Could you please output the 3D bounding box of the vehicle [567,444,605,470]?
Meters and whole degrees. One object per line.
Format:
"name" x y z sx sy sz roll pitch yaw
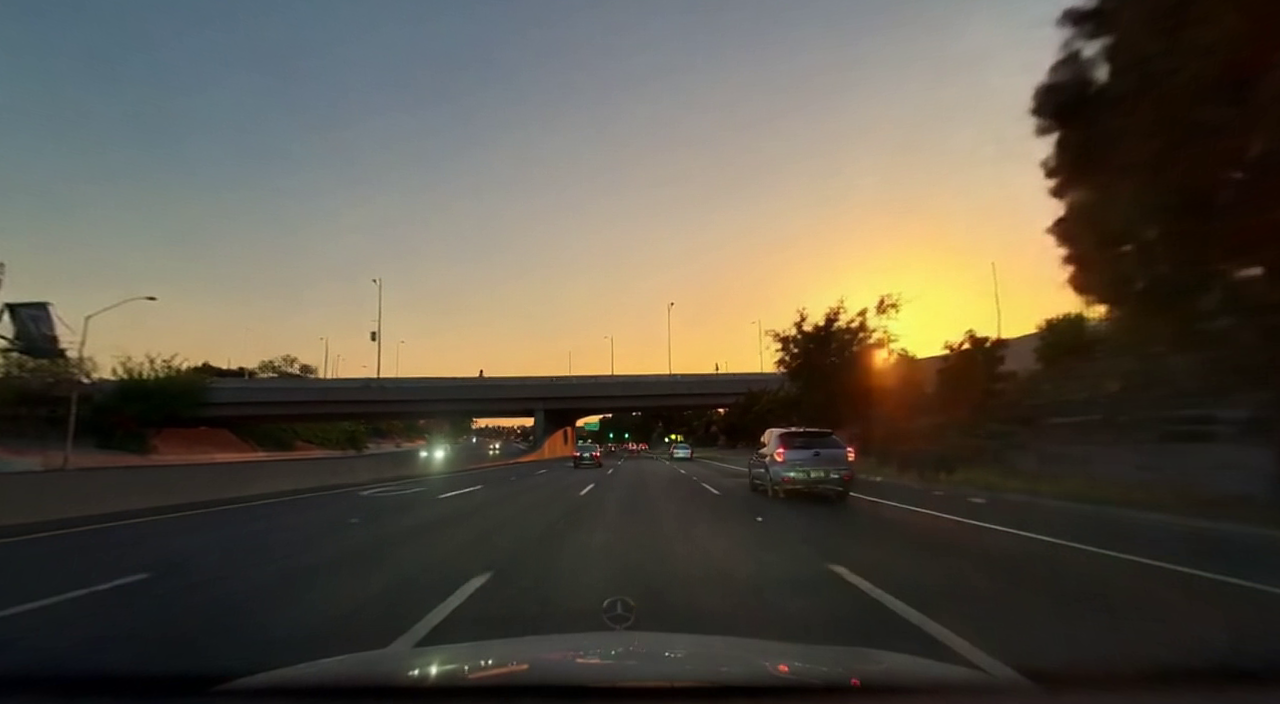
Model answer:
"vehicle" -3.388 6.657 40.345 2.037 1.514 4.335 -1 -9 0
